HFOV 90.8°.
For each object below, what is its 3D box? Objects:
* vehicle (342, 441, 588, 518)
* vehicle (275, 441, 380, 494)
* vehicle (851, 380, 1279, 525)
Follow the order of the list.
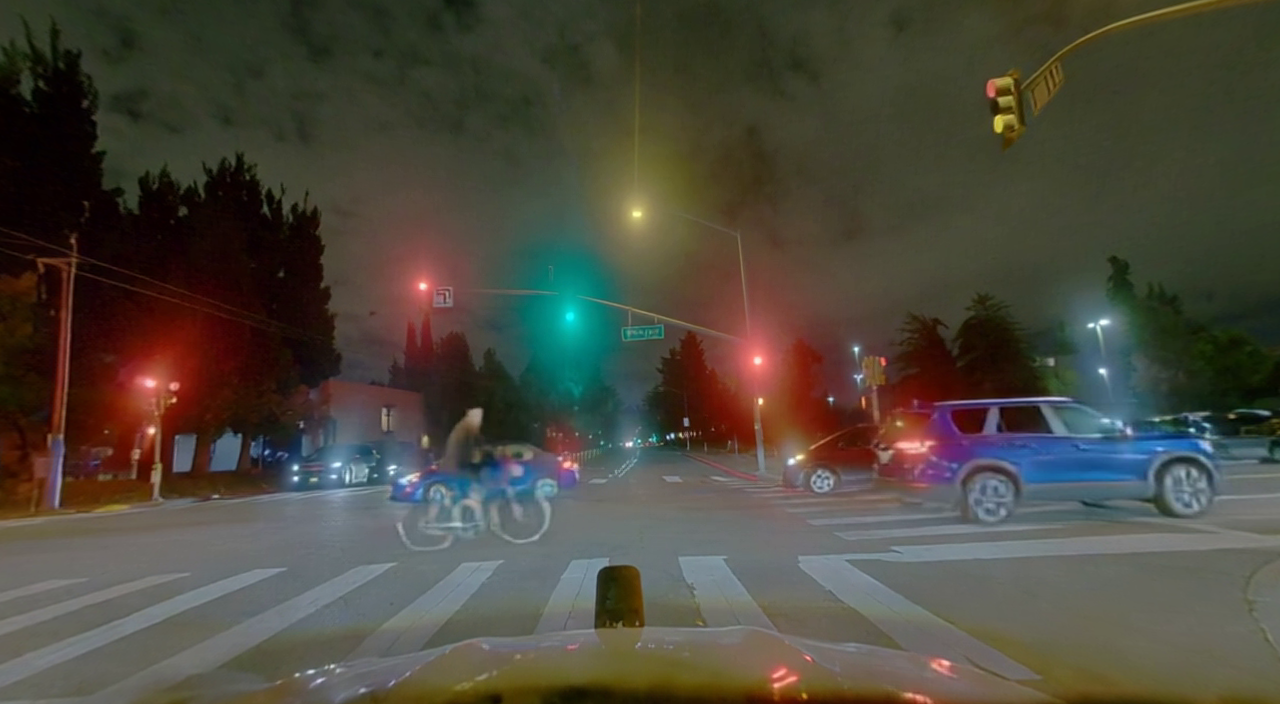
[{"bbox_3d":[-3.424,2.553,13.002,4.533,1.419,1.755,1,-9,-10],"label":"vehicle"},{"bbox_3d":[-13.728,5.060,28.151,2.251,1.957,4.968,-4,-9,-1],"label":"vehicle"},{"bbox_3d":[6.104,1.499,9.458,5.122,1.781,2.098,-2,-9,4],"label":"vehicle"}]
